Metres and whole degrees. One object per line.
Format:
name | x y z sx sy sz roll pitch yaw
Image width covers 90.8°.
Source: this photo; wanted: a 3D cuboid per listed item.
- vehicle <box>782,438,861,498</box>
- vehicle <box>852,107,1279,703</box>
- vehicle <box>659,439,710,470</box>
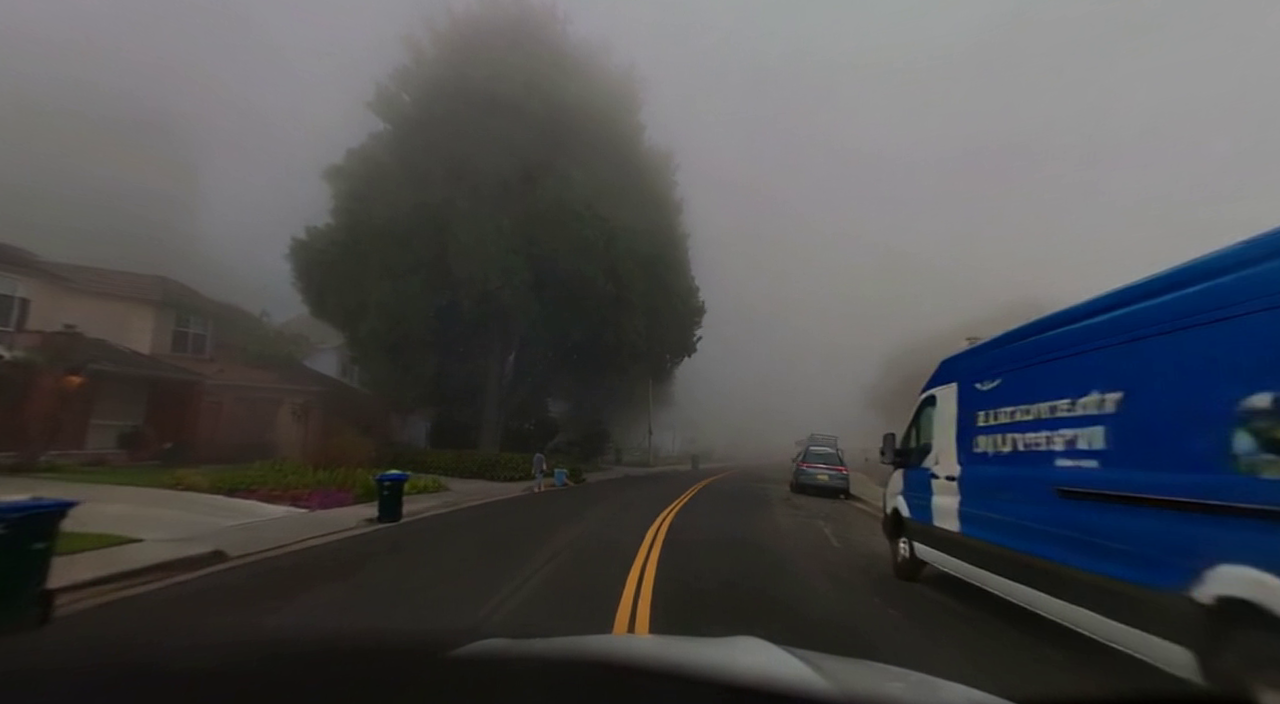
vehicle | 5.673 3.632 20.217 1.822 1.668 4.147 -1 -9 8
vehicle | 3.920 0.724 4.597 2.684 2.712 6.197 0 -9 1
vehicle | 2.743 6.097 37.818 2.278 1.704 5.321 -2 -9 12
